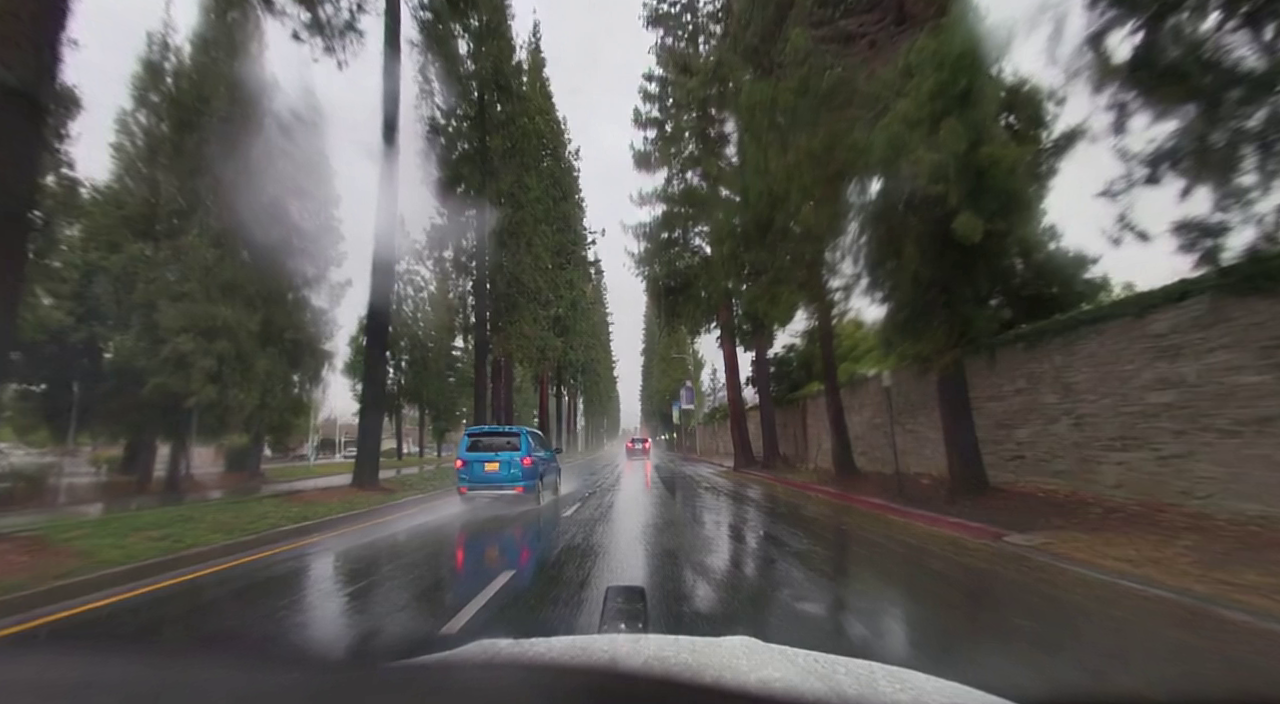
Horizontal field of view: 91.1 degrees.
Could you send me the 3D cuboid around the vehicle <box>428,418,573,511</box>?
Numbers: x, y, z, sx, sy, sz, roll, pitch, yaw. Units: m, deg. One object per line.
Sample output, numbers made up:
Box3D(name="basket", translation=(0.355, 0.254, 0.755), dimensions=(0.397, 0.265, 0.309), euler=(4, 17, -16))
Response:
Box3D(name="vehicle", translation=(-3.053, 2.618, 15.030), dimensions=(2.281, 1.837, 4.845), euler=(0, -8, 1))
